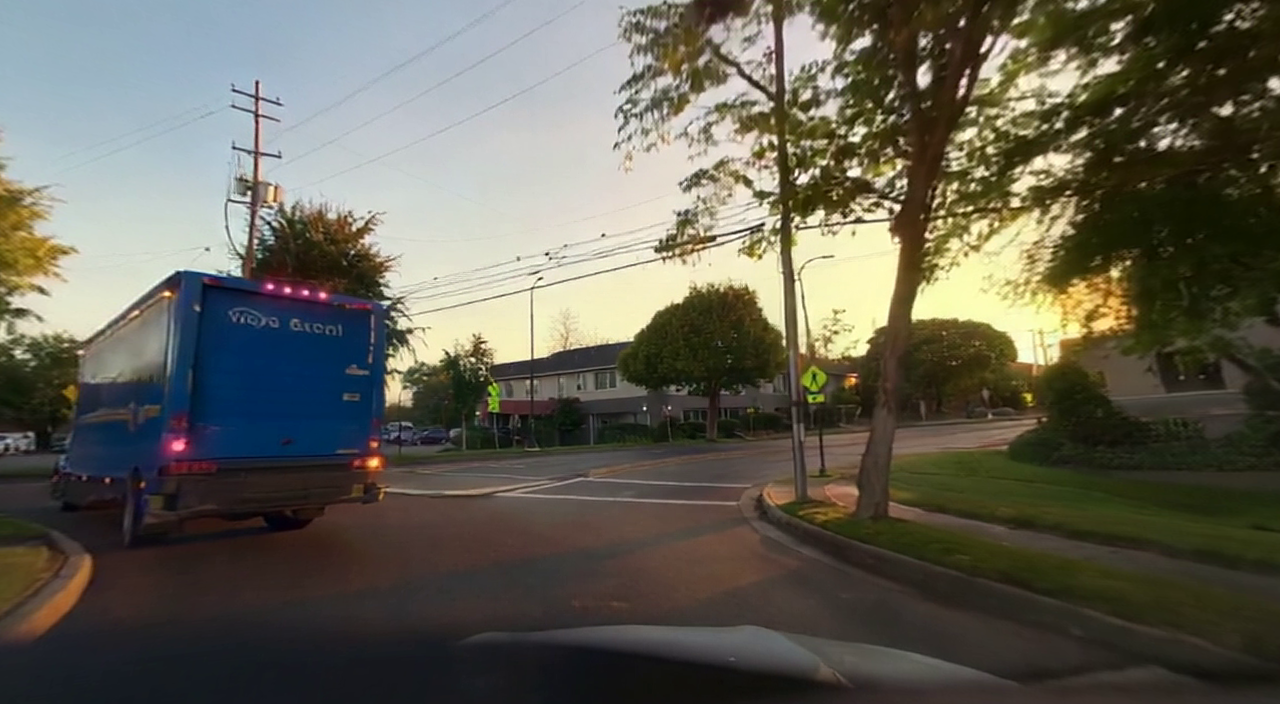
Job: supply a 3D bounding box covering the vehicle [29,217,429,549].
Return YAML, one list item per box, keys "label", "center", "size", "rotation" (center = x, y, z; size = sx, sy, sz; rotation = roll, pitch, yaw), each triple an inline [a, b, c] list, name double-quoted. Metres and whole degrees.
- label: "vehicle"
  center: [-7.467, 0.842, 10.489]
  size: [9.680, 3.326, 2.838]
  rotation: [-7, -11, 41]
